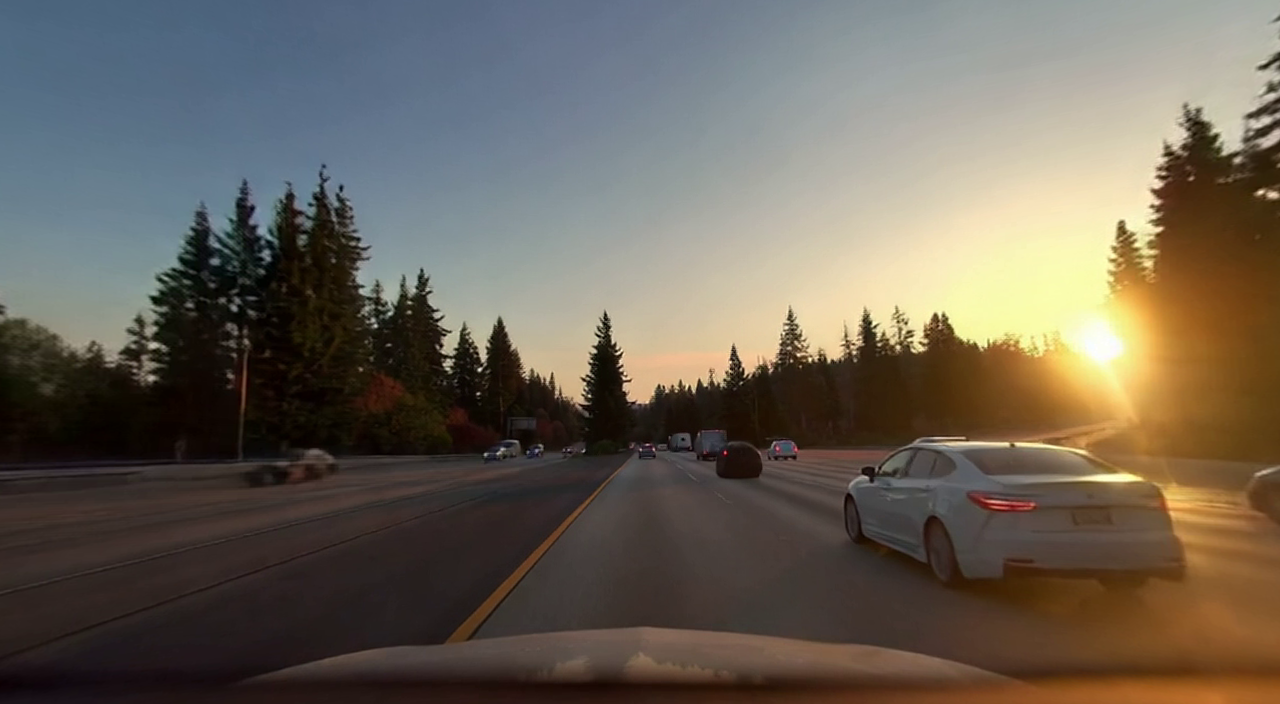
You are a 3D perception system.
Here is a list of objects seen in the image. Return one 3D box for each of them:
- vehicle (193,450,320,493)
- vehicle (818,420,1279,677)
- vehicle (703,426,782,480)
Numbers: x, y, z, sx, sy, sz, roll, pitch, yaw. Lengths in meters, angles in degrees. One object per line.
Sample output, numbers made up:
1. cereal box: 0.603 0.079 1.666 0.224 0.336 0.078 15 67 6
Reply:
1. vehicle: -14.825 4.609 24.650 1.947 1.486 4.719 0 -8 0
2. vehicle: 3.375 1.472 6.034 1.904 1.453 4.789 0 -8 0
3. vehicle: 3.902 3.984 24.995 2.206 1.902 5.460 0 -8 0
